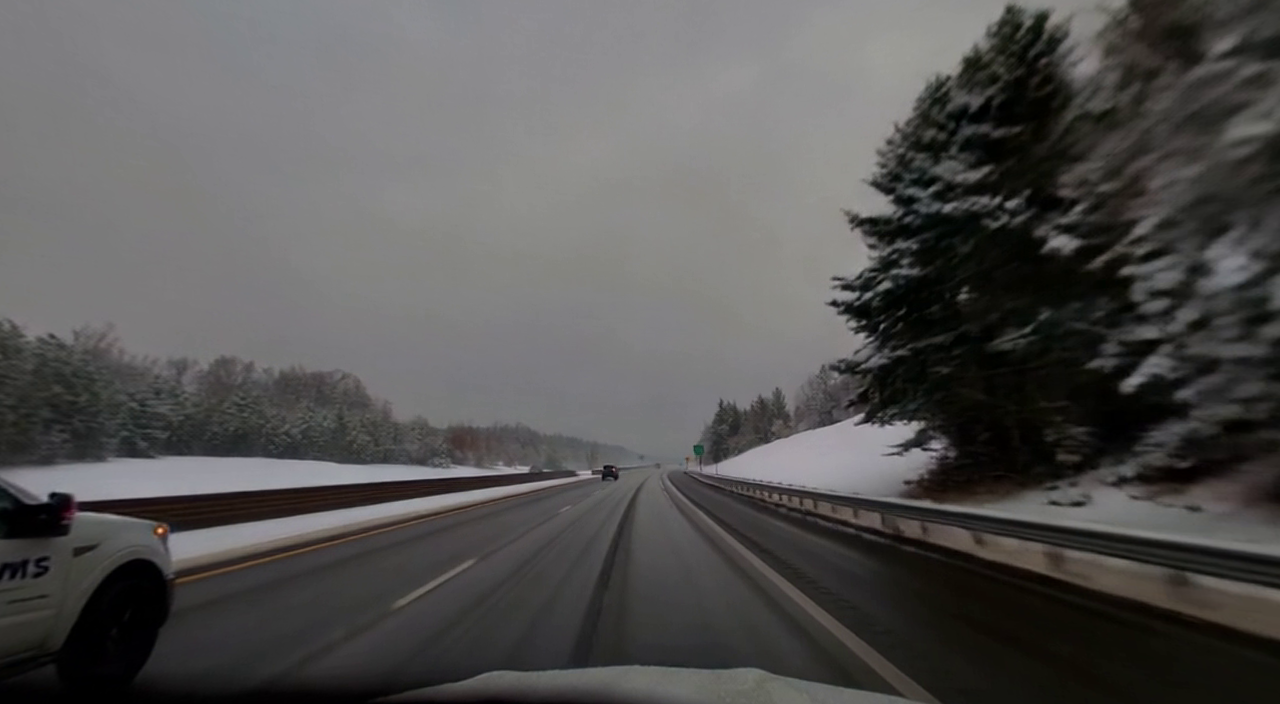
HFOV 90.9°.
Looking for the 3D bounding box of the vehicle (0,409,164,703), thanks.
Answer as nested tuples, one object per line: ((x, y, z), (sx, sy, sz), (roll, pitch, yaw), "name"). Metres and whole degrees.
((-4.069, 0.726, 1.367), (2.135, 1.506, 5.041), (1, -10, 0), "vehicle")
